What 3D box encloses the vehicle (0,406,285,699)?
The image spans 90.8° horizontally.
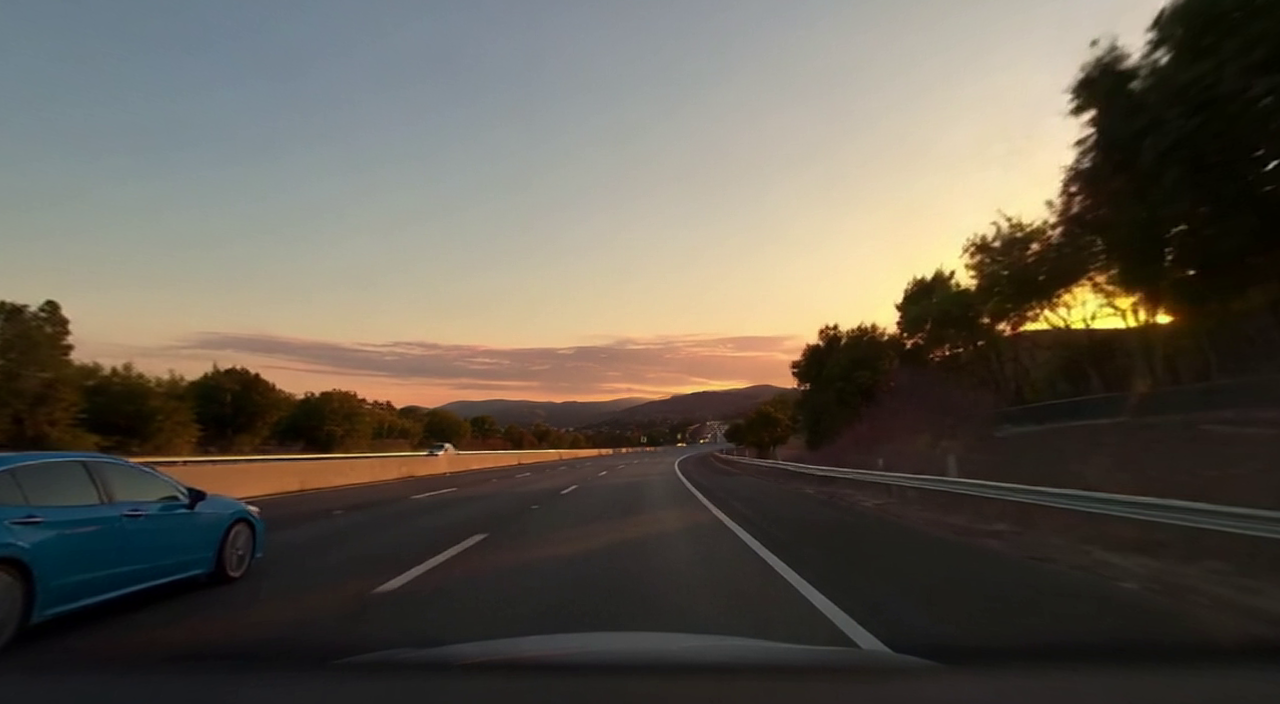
[{"bbox_3d":[-4.289,1.141,3.919,1.928,1.504,3.745,0,-9,0],"label":"vehicle"}]
